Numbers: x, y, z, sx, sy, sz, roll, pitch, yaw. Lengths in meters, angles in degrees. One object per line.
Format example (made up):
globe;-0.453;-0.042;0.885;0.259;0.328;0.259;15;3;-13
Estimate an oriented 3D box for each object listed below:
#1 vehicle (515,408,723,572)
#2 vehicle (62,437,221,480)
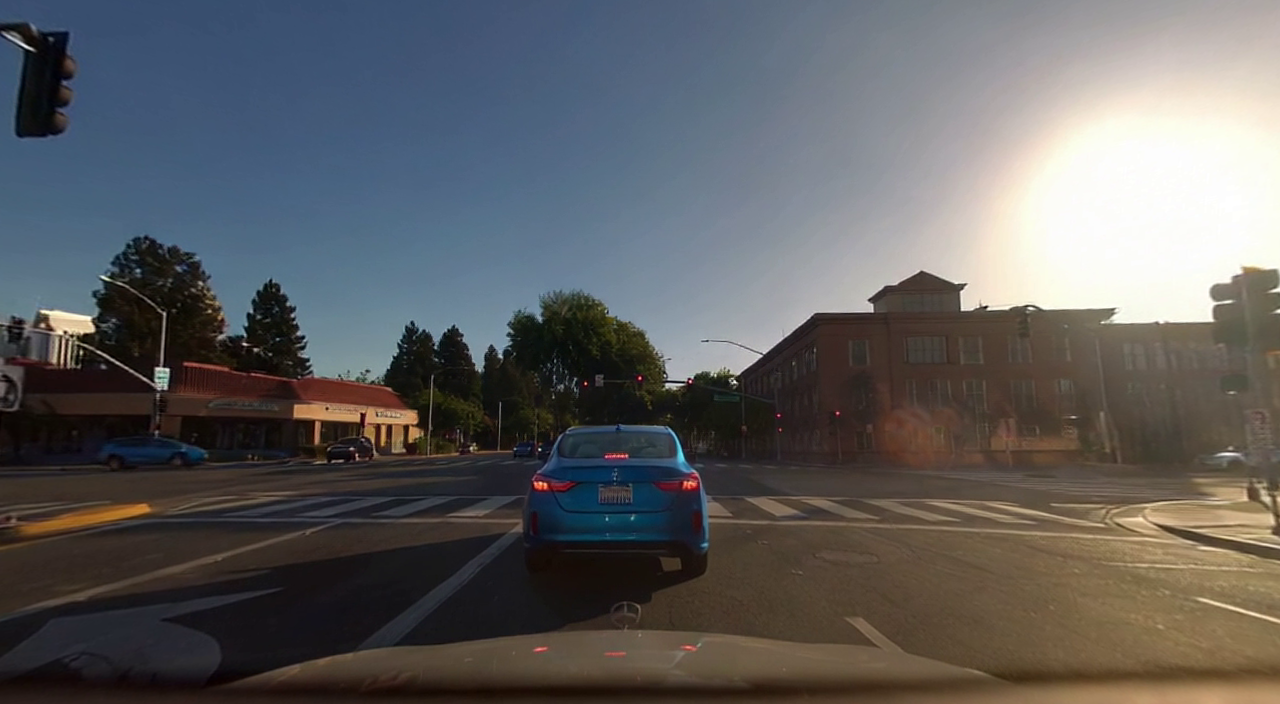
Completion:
vehicle;-0.234;1.664;8.332;2.066;1.618;3.922;0;-8;-1
vehicle;-20.886;4.471;26.643;4.912;1.731;2.022;0;-8;-1
